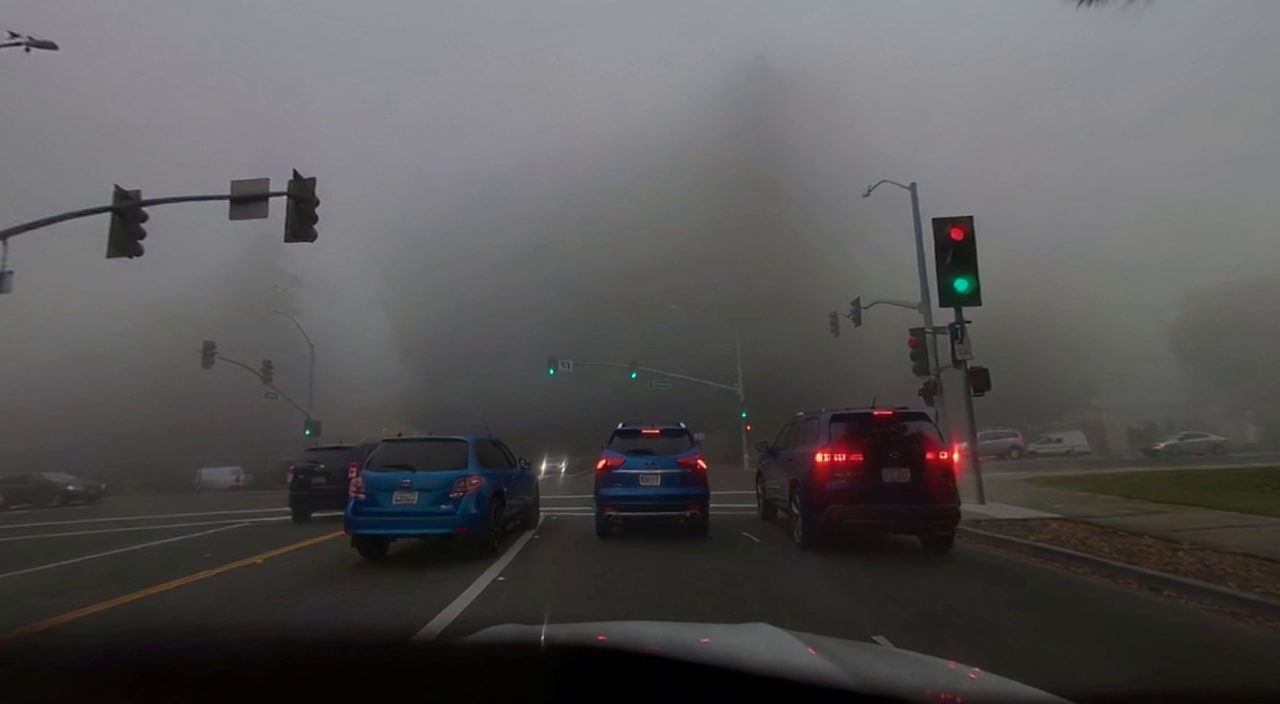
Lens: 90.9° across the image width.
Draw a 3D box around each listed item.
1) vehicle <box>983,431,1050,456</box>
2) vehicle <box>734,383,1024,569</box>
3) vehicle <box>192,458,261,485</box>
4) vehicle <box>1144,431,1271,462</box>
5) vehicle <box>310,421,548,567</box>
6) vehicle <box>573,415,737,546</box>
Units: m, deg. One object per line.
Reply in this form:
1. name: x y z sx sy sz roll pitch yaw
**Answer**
1. vehicle: 23.775 5.796 39.931 1.830 1.516 3.943 -1 -8 1
2. vehicle: 3.102 1.811 9.984 2.338 2.063 5.672 0 -9 0
3. vehicle: -29.292 8.432 44.799 1.820 1.699 4.308 -1 -9 3
4. vehicle: 28.147 4.688 31.361 4.512 1.444 1.859 0 -9 0
5. vehicle: -2.779 1.988 9.631 2.058 1.659 4.514 0 -9 0
6. vehicle: 0.172 2.076 10.810 2.235 1.778 4.178 0 -9 -1
